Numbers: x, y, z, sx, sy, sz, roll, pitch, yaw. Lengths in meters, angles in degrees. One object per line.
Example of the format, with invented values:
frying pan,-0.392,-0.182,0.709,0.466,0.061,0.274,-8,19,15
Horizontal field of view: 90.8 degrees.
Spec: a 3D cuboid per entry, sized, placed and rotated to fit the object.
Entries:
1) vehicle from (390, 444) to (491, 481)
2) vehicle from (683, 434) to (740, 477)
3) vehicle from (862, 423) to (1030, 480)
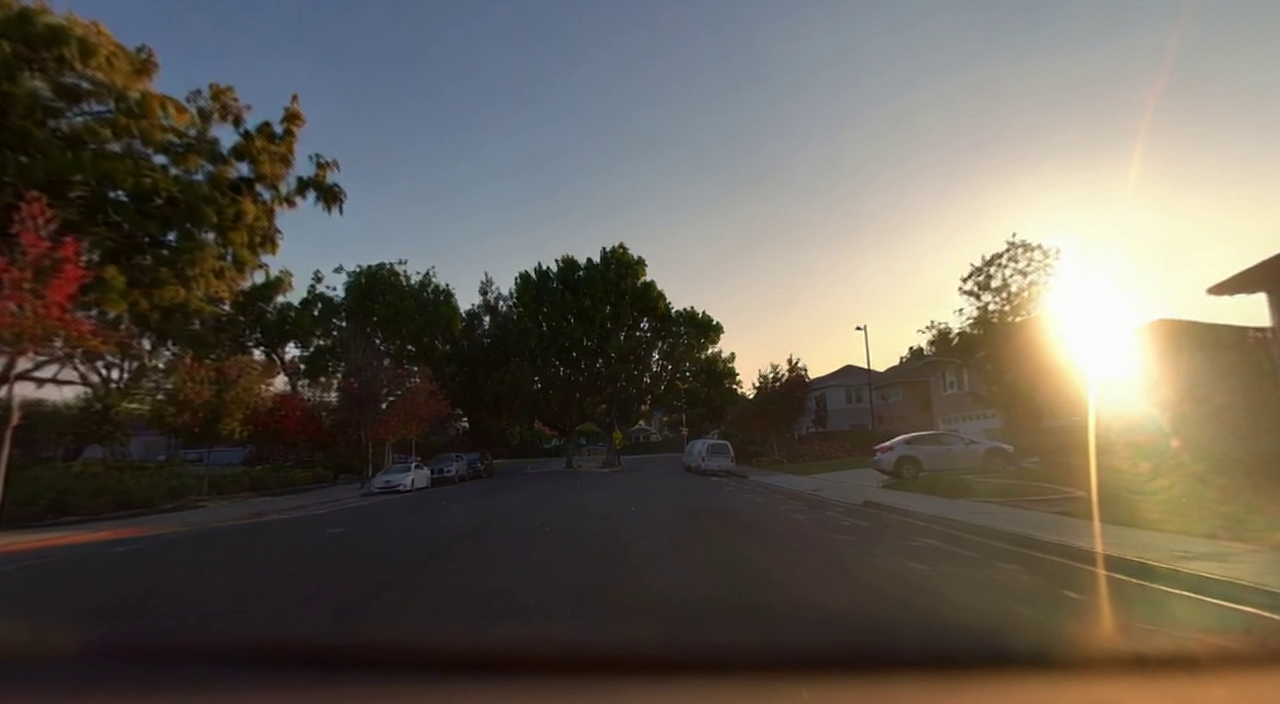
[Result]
vehicle,-10.347,5.733,33.005,4.620,1.695,2.004,5,-11,-40
vehicle,3.380,5.006,30.773,2.051,1.925,4.625,0,-8,-3
vehicle,10.461,3.450,21.922,4.733,1.843,2.005,0,-8,1
